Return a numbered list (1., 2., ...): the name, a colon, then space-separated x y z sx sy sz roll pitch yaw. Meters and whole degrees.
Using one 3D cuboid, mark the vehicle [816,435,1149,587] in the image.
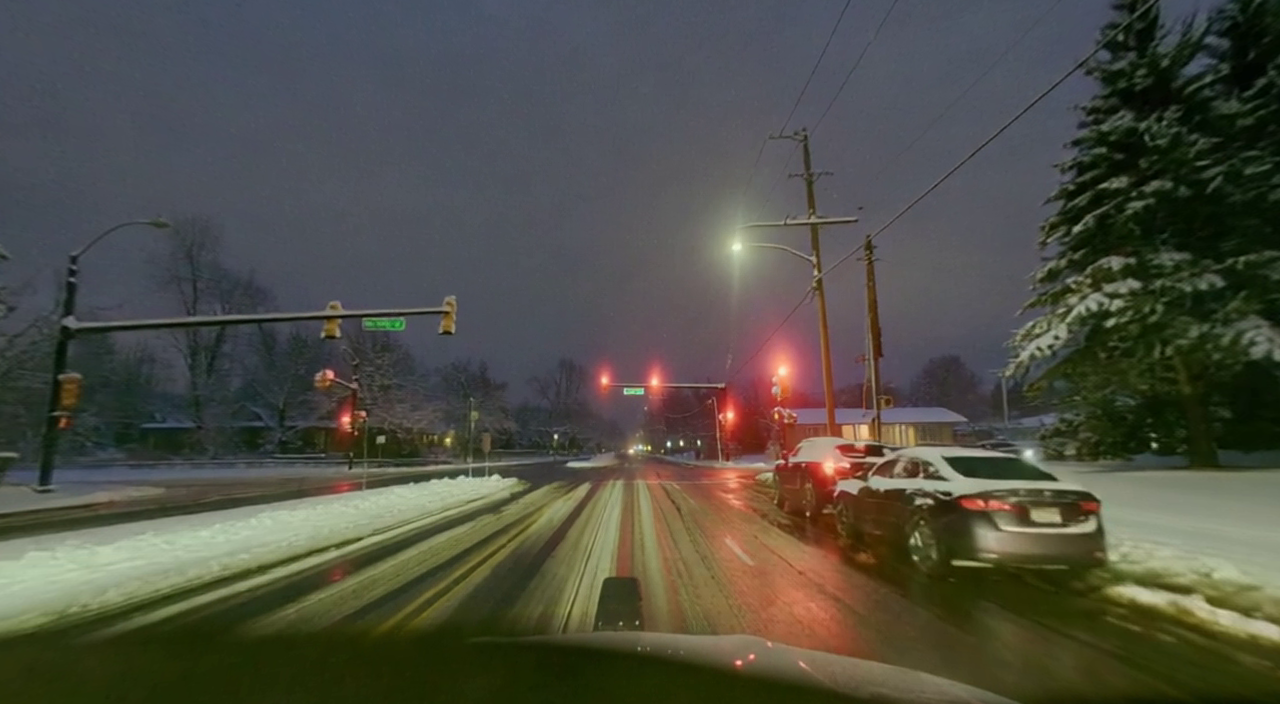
1. vehicle: 3.955 1.895 8.446 1.833 1.444 4.589 0 -9 -1
